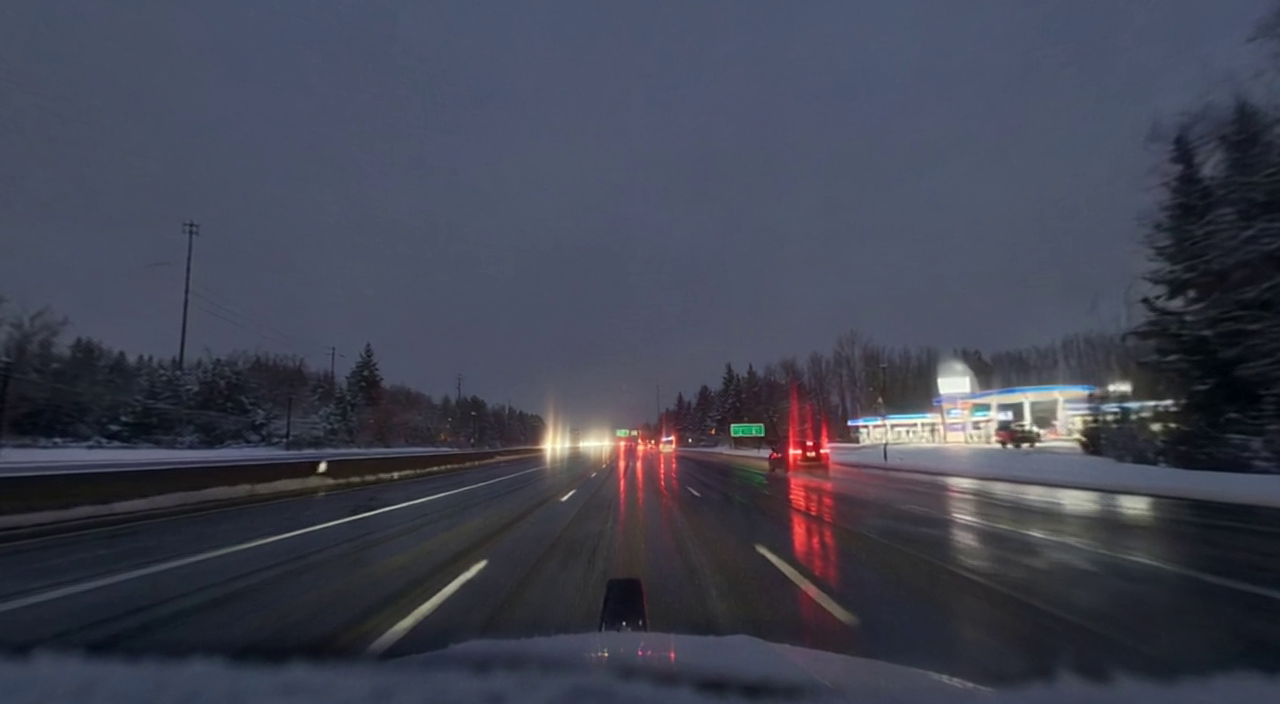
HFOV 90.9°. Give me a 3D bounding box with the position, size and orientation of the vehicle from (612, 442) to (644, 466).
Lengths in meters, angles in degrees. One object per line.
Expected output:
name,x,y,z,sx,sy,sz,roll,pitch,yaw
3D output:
vehicle,-0.795,6.622,41.099,1.999,1.473,4.351,0,-8,-2

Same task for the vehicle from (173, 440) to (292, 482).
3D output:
vehicle,-15.389,4.107,24.115,1.848,1.429,4.039,0,-8,0

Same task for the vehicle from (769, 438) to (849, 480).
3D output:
vehicle,6.365,4.073,24.258,1.867,1.463,4.295,0,-8,0
